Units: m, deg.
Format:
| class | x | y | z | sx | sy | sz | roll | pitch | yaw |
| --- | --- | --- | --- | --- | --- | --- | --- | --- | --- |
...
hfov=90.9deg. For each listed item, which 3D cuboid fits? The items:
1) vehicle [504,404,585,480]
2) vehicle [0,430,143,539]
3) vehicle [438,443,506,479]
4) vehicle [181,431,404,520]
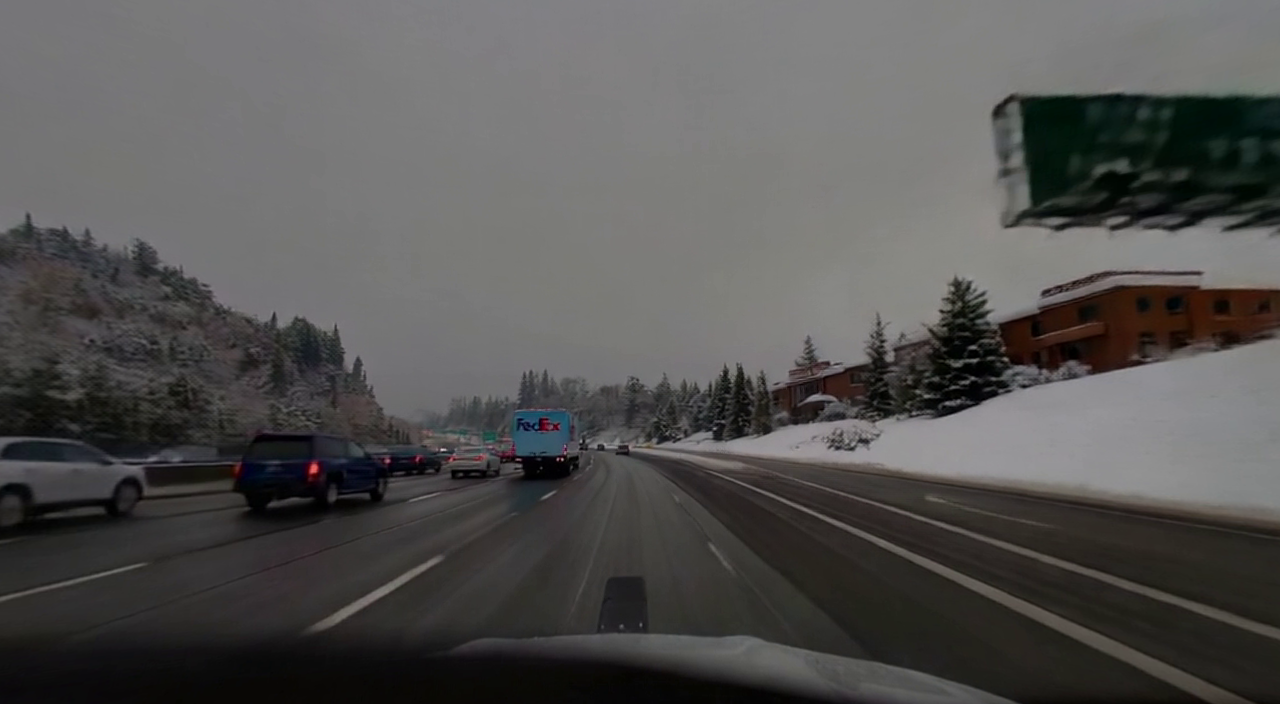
| class | x | y | z | sx | sy | sz | roll | pitch | yaw |
| --- | --- | --- | --- | --- | --- | --- | --- | --- | --- |
| vehicle | -4.388 | 4.388 | 30.739 | 2.798 | 3.212 | 7.573 | 0 | -8 | 0 |
| vehicle | -11.679 | 2.272 | 10.966 | 2.188 | 1.784 | 4.724 | 0 | -8 | 0 |
| vehicle | -8.214 | 5.338 | 31.285 | 2.143 | 1.628 | 4.559 | 0 | -8 | 0 |
| vehicle | -7.859 | 2.829 | 15.091 | 2.461 | 1.767 | 4.991 | 0 | -8 | 0 |
